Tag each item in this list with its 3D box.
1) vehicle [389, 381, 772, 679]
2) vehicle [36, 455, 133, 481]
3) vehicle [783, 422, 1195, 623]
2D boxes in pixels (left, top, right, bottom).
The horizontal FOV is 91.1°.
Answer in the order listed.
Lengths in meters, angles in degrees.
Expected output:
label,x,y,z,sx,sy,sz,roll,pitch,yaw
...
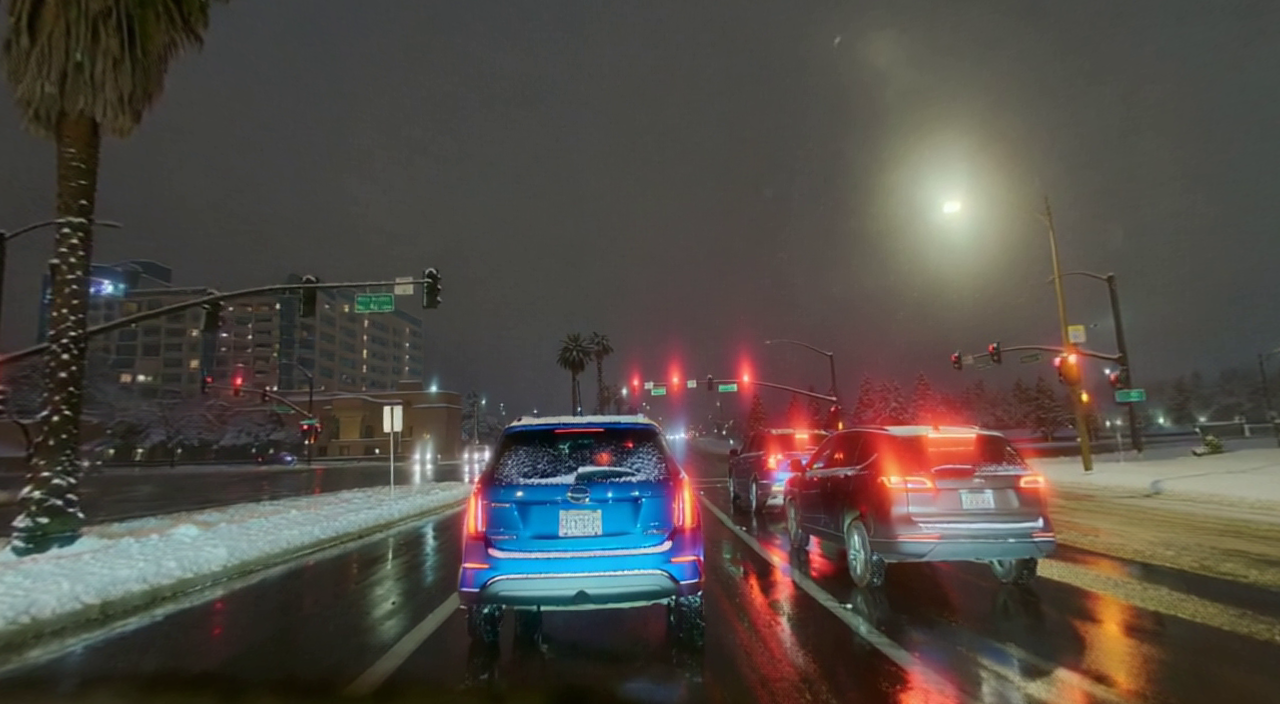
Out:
label,x,y,z,sx,sy,sz,roll,pitch,yaw
vehicle,-0.340,1.316,5.690,2.172,1.694,4.055,0,-8,0
vehicle,-41.656,8.690,47.144,5.347,1.785,2.123,0,-8,2
vehicle,3.112,1.607,6.967,1.971,1.473,4.495,0,-8,0
